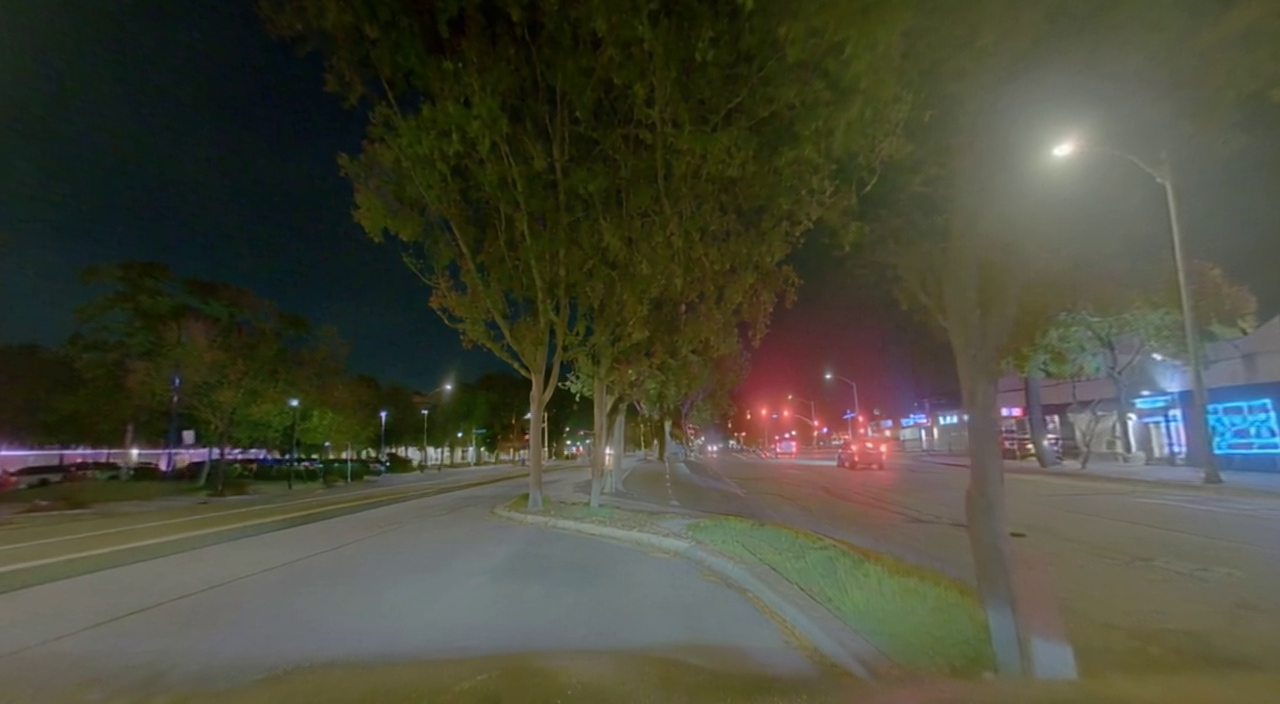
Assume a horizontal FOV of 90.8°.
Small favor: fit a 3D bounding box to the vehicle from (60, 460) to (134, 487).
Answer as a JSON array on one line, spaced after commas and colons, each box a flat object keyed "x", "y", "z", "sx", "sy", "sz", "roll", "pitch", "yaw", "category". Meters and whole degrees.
[{"x": -34.524, "y": 7.674, "z": 40.132, "sx": 4.416, "sy": 1.541, "sz": 2.102, "roll": -5, "pitch": -10, "yaw": 30, "category": "vehicle"}]

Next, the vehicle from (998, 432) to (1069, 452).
[{"x": 28.204, "y": 6.485, "z": 45.366, "sx": 3.839, "sy": 1.386, "sz": 1.816, "roll": -1, "pitch": -9, "yaw": 6, "category": "vehicle"}]

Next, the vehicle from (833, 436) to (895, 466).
[{"x": 13.088, "y": 5.805, "z": 37.241, "sx": 2.100, "sy": 1.638, "sz": 4.545, "roll": 0, "pitch": -9, "yaw": 2, "category": "vehicle"}]

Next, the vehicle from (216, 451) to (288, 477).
[{"x": -28.214, "y": 8.058, "z": 45.848, "sx": 5.483, "sy": 1.719, "sz": 2.112, "roll": -5, "pitch": -10, "yaw": 32, "category": "vehicle"}]

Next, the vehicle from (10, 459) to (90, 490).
[{"x": -33.973, "y": 6.989, "z": 36.329, "sx": 5.124, "sy": 1.541, "sz": 2.121, "roll": -6, "pitch": -10, "yaw": 33, "category": "vehicle"}]
